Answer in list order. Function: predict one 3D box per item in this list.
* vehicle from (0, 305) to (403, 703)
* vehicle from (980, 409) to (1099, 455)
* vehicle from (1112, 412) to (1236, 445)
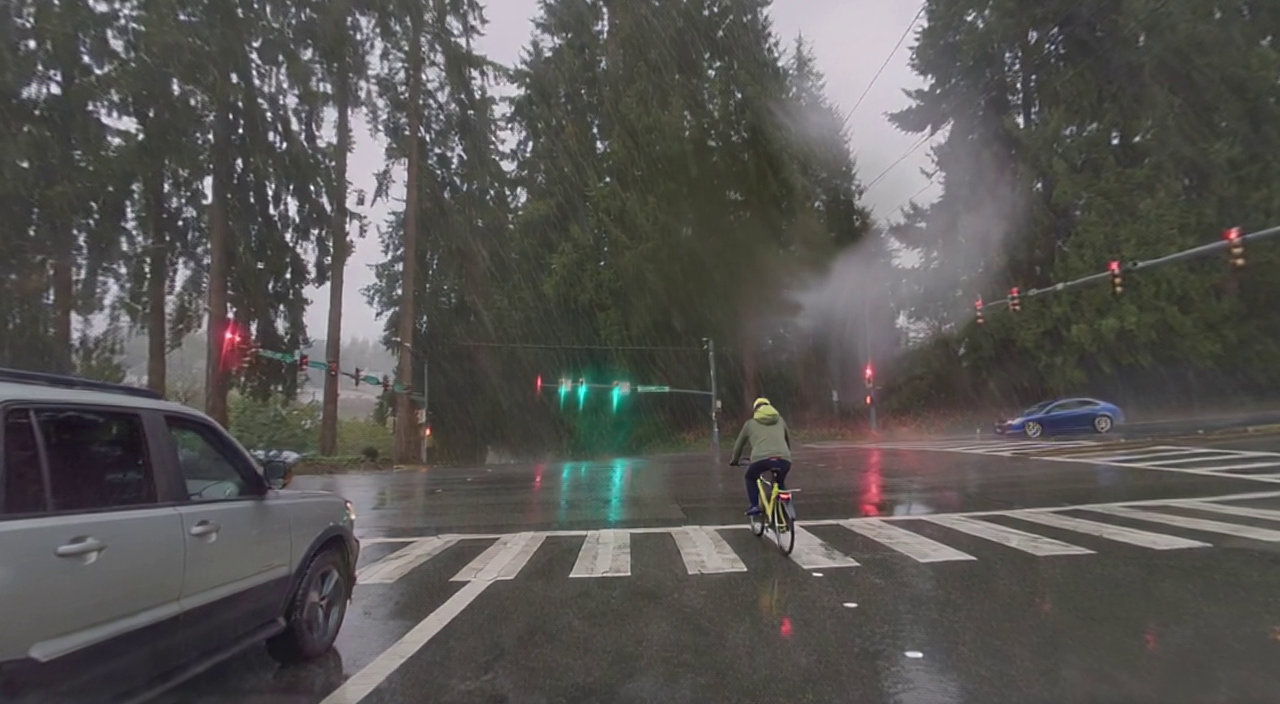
[{"bbox_3d":[-2.960,0.868,2.756,2.049,1.756,4.602,0,-8,0],"label":"vehicle"},{"bbox_3d":[18.578,3.748,29.378,4.237,1.948,1.997,0,-9,-9],"label":"vehicle"},{"bbox_3d":[25.769,3.725,30.489,4.716,1.507,1.904,2,-9,-11],"label":"vehicle"}]
